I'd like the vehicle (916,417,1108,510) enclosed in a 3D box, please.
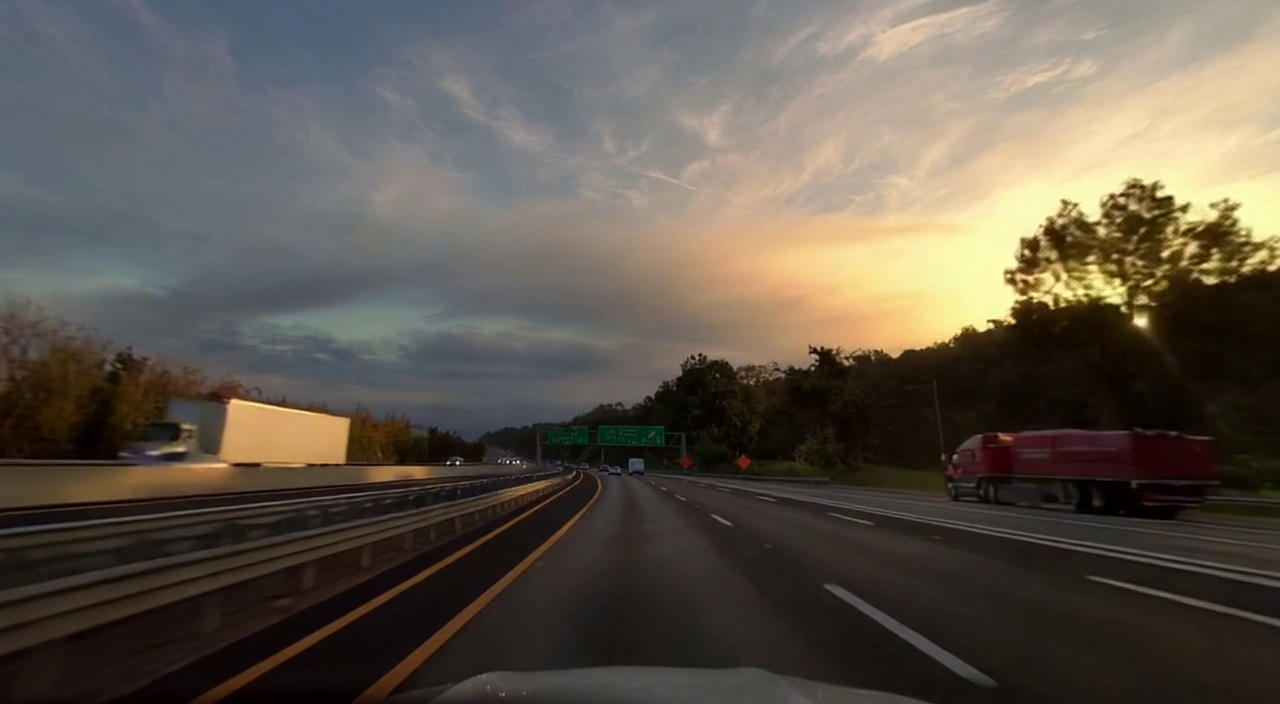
[{"bbox_3d":[16.326,5.105,28.705,2.902,3.371,8.875,4,-11,-4],"label":"vehicle"}]

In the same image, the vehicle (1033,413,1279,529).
[{"bbox_3d":[16.836,3.946,21.025,2.827,3.120,6.502,4,-10,-3],"label":"vehicle"}]

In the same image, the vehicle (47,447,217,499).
[{"bbox_3d":[-16.432,3.968,20.717,1.946,1.475,4.594,1,-10,-3],"label":"vehicle"}]
